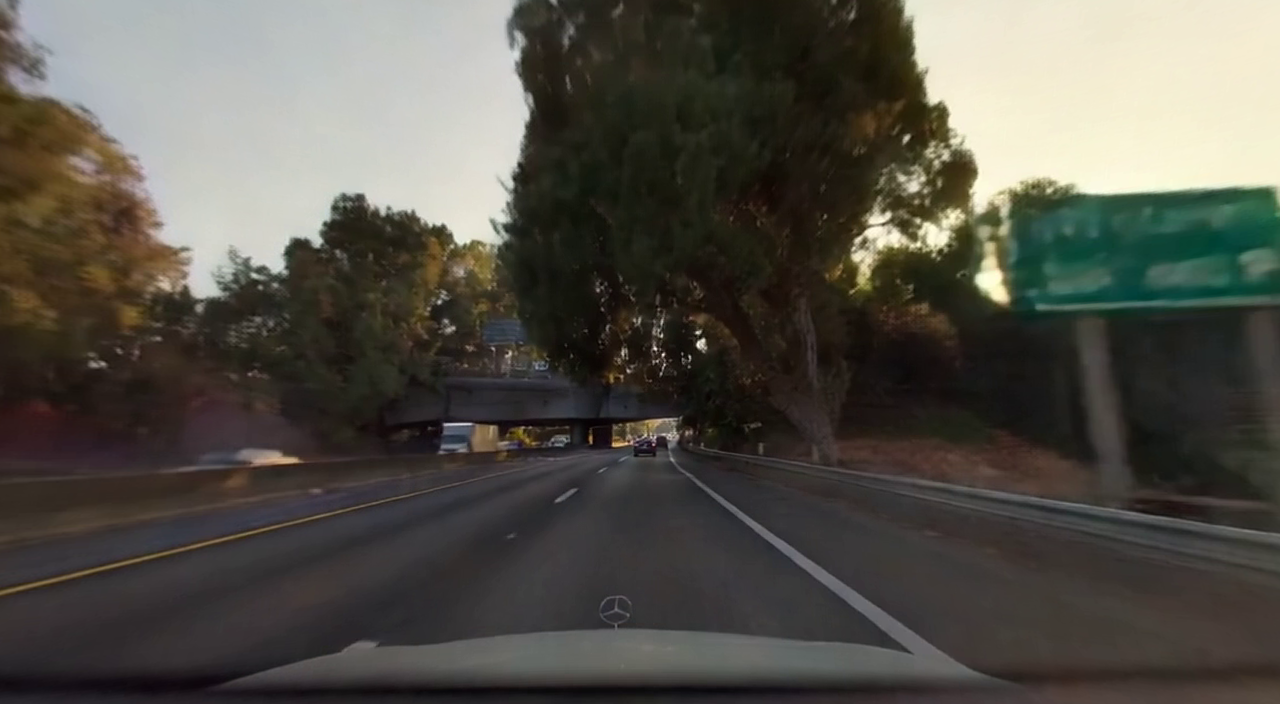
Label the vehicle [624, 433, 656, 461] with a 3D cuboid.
[{"bbox_3d":[0.028,6.666,44.305,2.188,1.825,4.282,-1,-8,1],"label":"vehicle"}]

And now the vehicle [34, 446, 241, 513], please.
[{"bbox_3d":[-13.186,3.325,16.969,1.935,1.490,4.367,-1,-8,1],"label":"vehicle"}]

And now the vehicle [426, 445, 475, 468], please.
[{"bbox_3d":[-13.024,7.162,43.468,1.931,1.456,4.160,-1,-8,3],"label":"vehicle"}]
